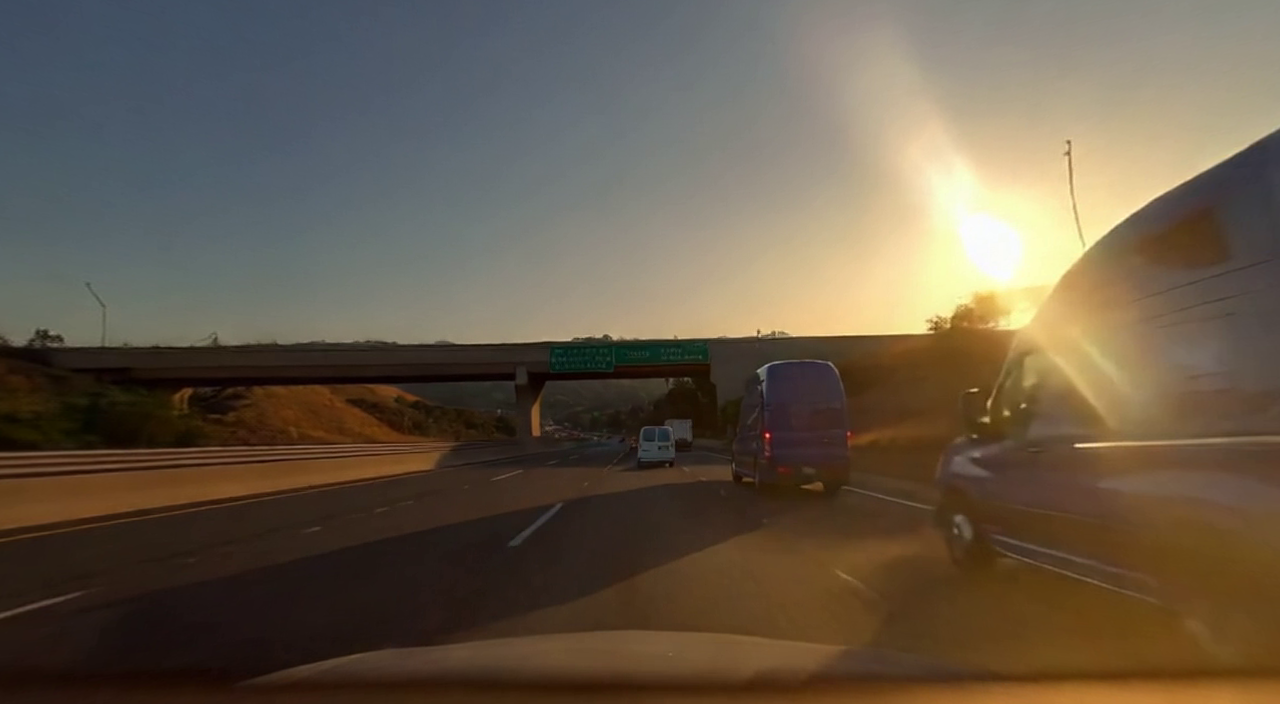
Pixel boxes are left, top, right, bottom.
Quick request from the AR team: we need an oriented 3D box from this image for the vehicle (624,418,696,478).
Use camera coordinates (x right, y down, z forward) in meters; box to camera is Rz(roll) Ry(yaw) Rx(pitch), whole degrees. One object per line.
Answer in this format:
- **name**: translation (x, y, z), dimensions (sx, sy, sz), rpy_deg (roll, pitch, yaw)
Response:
- **vehicle**: translation (0.738, 3.638, 23.989), dimensions (2.469, 2.027, 4.554), rpy_deg (0, -8, 1)

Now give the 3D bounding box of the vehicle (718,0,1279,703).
- **vehicle**: translation (4.079, 0.504, 9.238), dimensions (3.892, 4.216, 16.830), rpy_deg (0, -8, 1)
